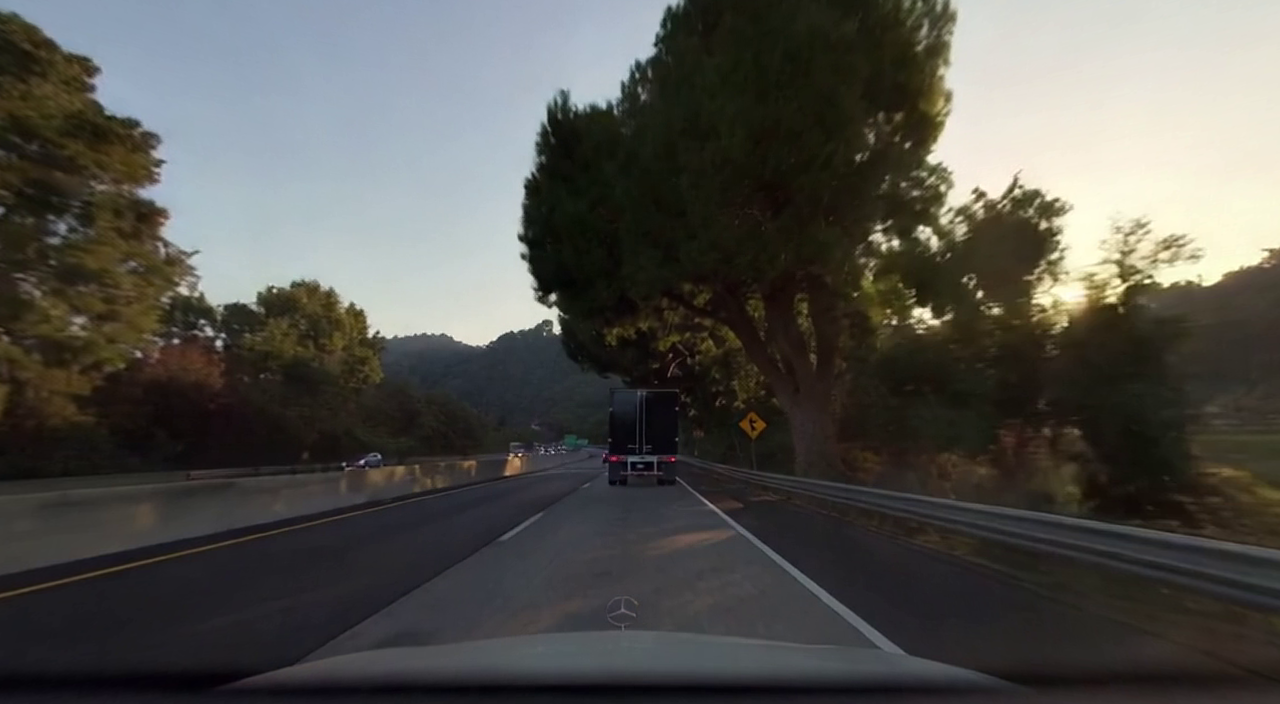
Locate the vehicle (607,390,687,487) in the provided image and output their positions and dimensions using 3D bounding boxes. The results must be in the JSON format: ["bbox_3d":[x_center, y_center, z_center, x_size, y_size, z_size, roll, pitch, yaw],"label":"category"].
[{"bbox_3d":[0.098,3.826,27.388,2.913,3.530,8.648,0,-9,-2],"label":"vehicle"}]
